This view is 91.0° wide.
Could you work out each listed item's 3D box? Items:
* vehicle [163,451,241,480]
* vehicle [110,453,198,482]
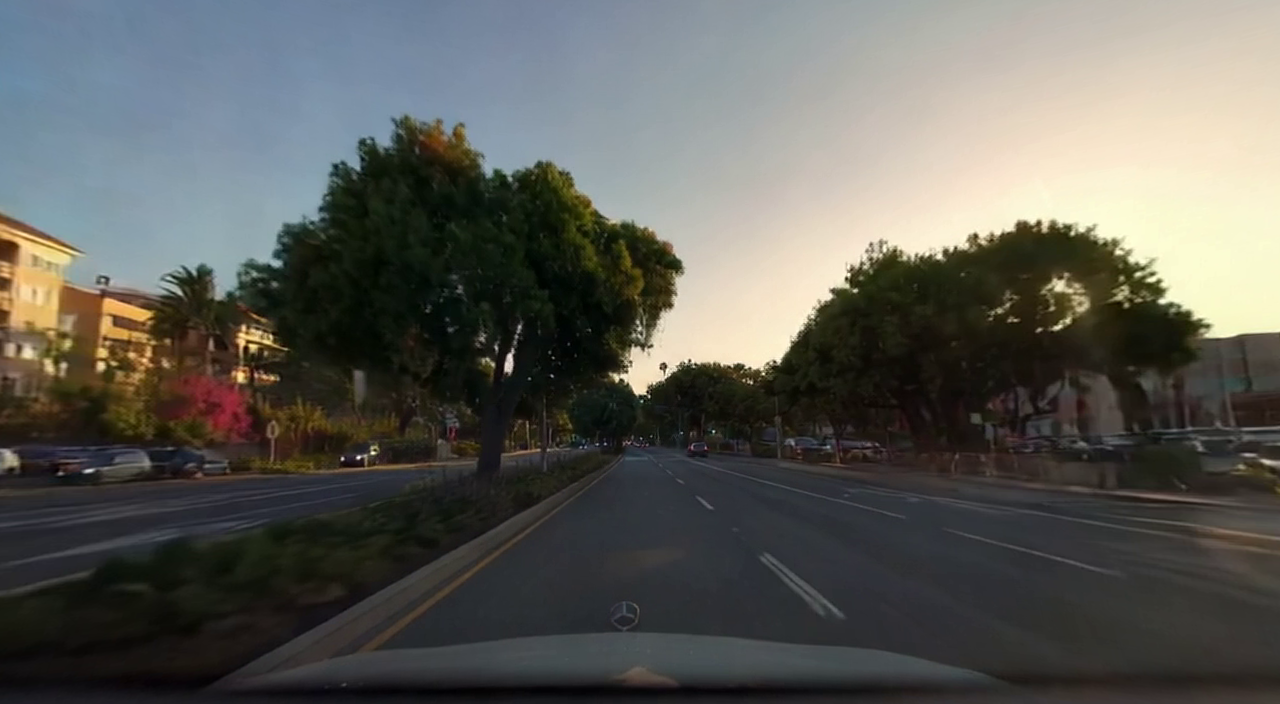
[{"bbox_3d":[-26.579,6.918,38.394,1.914,1.581,4.486,-1,-9,-6],"label":"vehicle"},{"bbox_3d":[-29.108,6.902,37.853,1.883,1.575,4.314,-1,-10,-1],"label":"vehicle"}]
